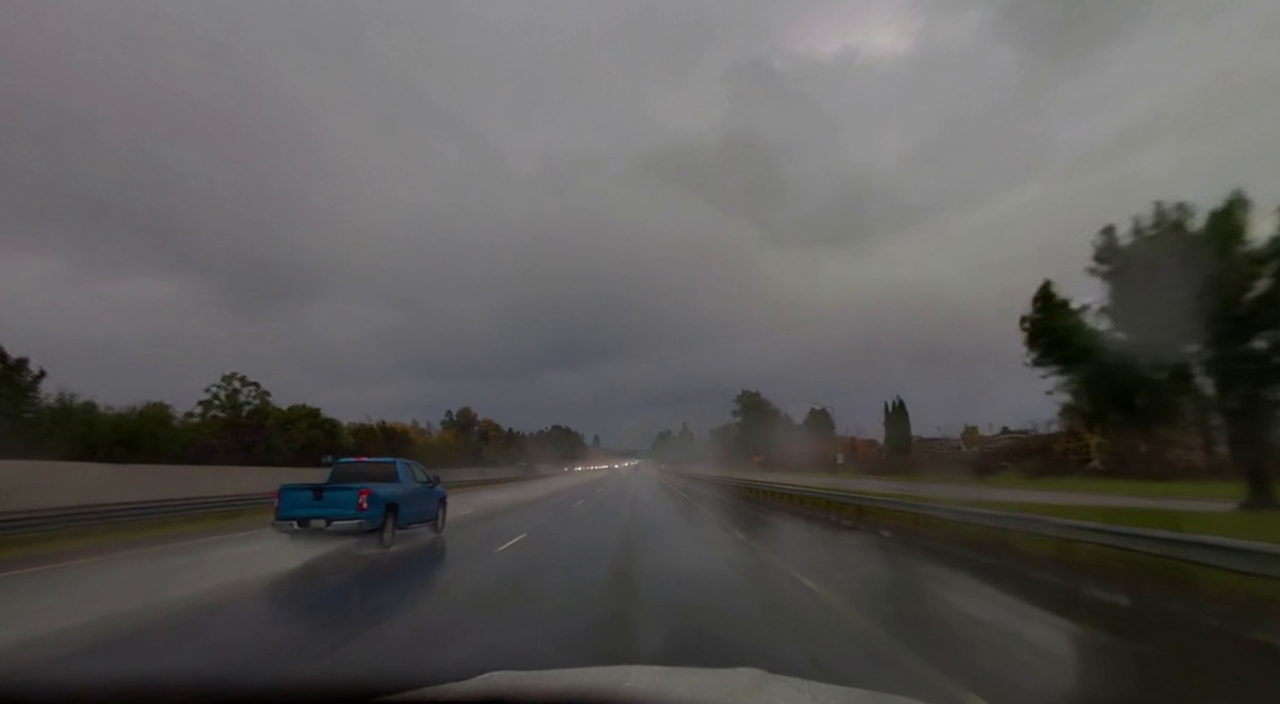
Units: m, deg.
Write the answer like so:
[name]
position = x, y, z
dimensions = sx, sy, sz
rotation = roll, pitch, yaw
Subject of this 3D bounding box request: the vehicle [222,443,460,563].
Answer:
[vehicle]
position = -4.506, 2.358, 10.330
dimensions = 1.914, 1.534, 4.015
rotation = 1, -10, 0
